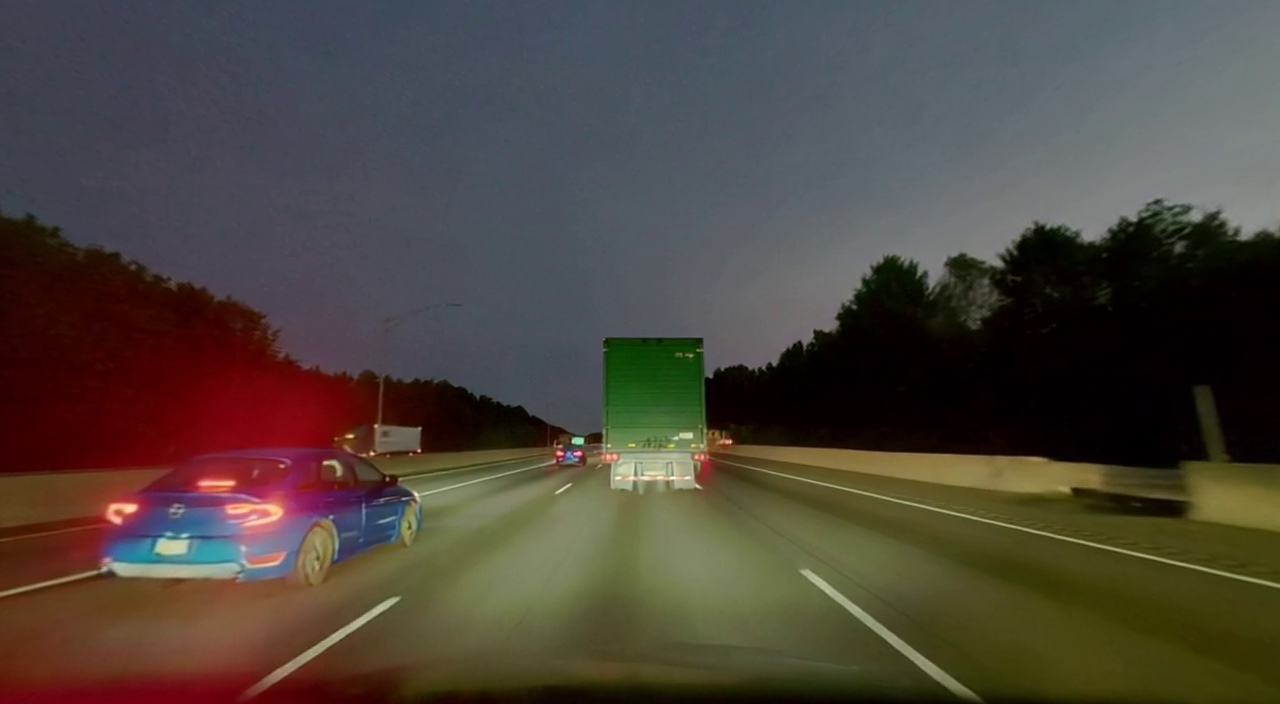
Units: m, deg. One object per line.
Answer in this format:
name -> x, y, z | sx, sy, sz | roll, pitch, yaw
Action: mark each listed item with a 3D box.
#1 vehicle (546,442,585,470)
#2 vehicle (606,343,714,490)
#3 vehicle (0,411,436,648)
vehicle -> -4.374, 6.163, 37.583 | 1.854, 1.530, 4.268 | 0, -8, 0
vehicle -> 0.543, 2.569, 23.370 | 3.073, 4.196, 10.546 | 0, -8, 0
vehicle -> -4.071, 1.544, 6.712 | 2.116, 1.571, 4.849 | 0, -8, 1
